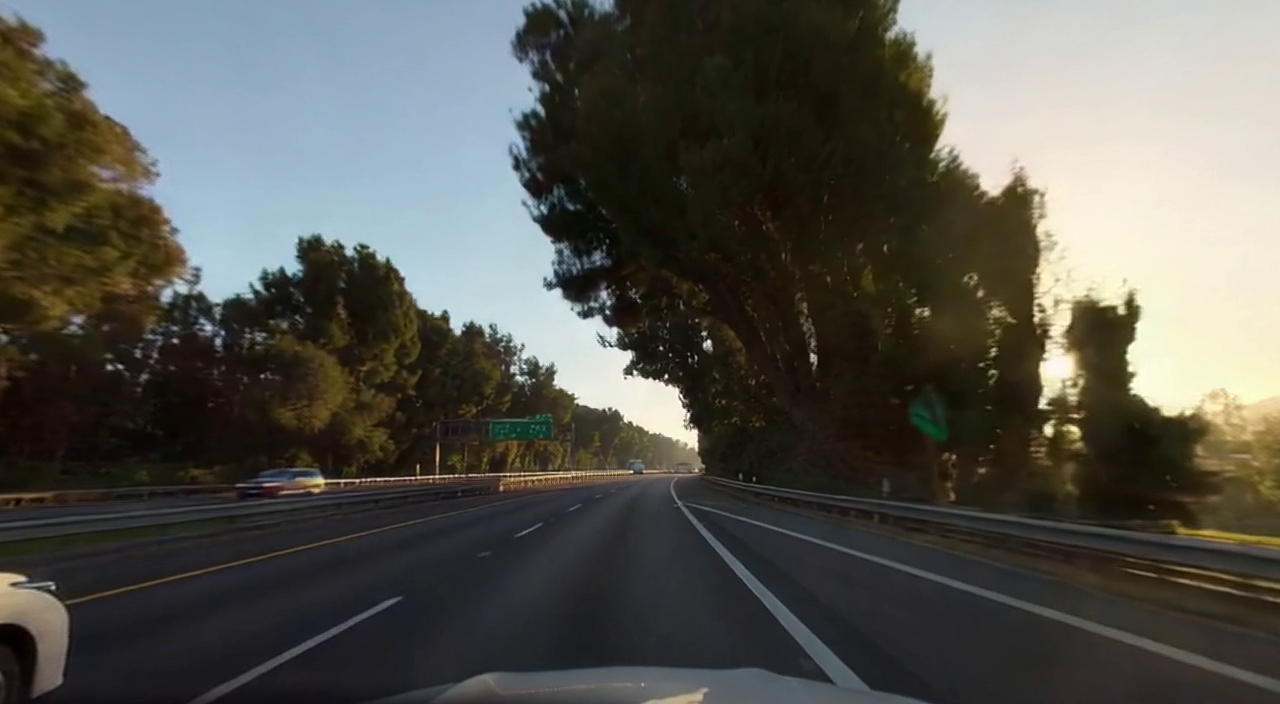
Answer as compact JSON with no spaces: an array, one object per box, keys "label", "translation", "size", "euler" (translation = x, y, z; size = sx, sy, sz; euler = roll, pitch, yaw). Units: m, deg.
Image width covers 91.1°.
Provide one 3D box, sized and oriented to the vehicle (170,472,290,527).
[{"label":"vehicle","translation":[-16.217,5.824,25.127],"size":[1.986,1.636,4.048],"euler":[-3,-7,2]}]
